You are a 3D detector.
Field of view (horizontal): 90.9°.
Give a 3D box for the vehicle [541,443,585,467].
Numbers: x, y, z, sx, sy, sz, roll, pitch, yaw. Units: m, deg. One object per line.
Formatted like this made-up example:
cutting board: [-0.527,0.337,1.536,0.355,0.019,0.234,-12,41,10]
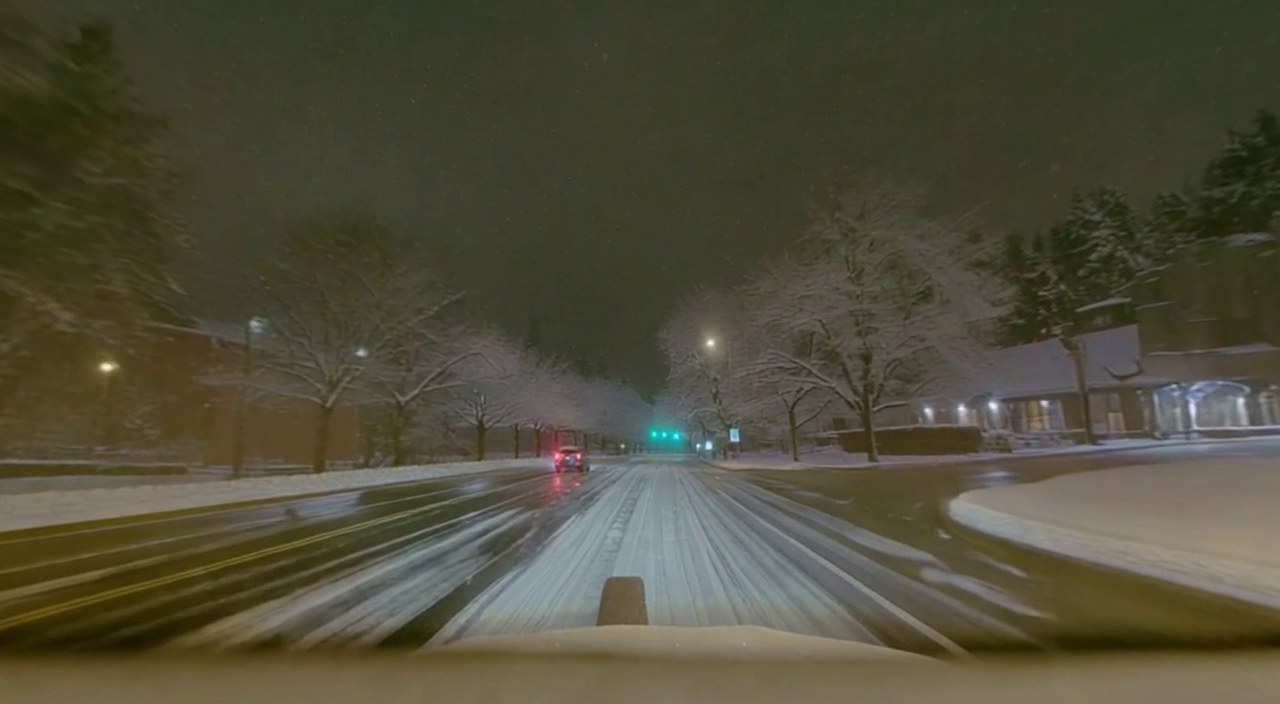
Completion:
vehicle: [-4.976,6.701,41.219,1.945,1.461,4.605,-1,-8,4]
